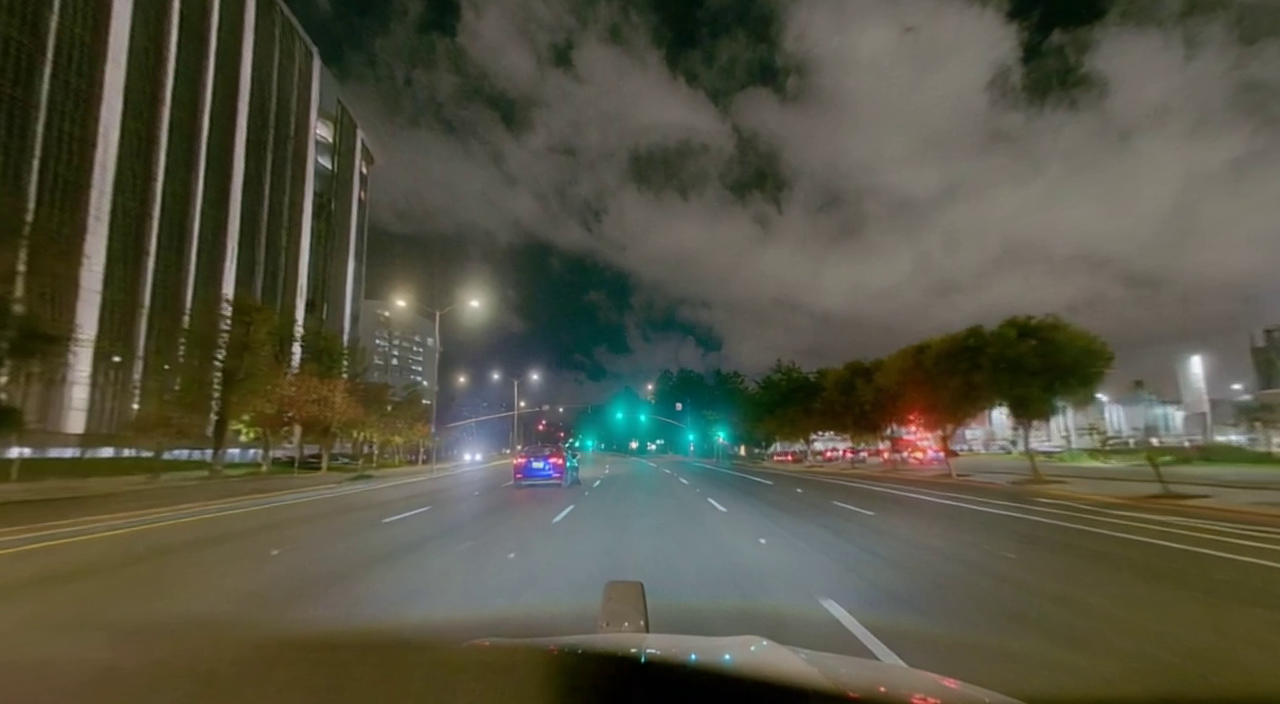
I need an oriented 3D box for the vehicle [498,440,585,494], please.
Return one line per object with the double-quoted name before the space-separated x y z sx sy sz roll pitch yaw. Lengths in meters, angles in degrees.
"vehicle" -2.984 3.592 20.182 2.009 1.489 4.543 -1 -8 1
